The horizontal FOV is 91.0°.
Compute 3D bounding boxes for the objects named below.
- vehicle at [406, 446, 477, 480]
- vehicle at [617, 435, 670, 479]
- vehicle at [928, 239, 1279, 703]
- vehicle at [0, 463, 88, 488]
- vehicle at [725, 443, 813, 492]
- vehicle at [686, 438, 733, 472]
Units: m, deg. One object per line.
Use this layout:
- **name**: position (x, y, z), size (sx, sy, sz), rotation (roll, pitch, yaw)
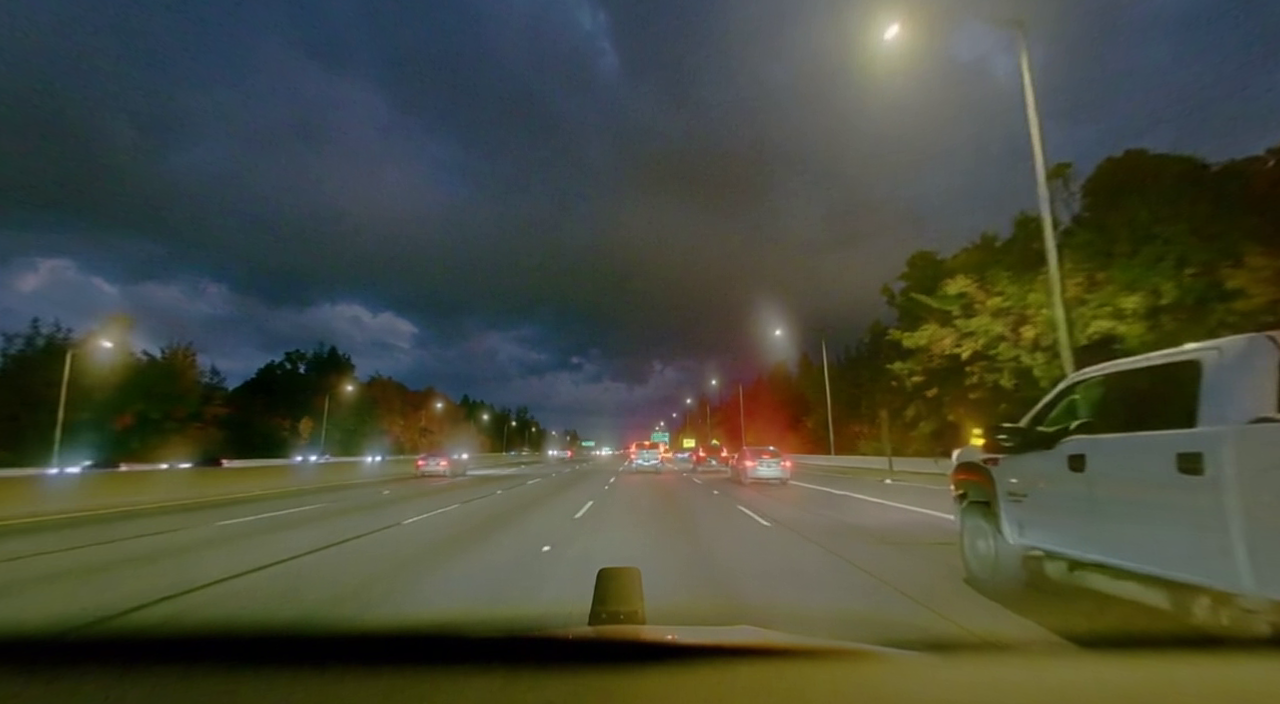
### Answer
- **vehicle**: position (-9.783, 5.494, 31.438), size (1.989, 1.529, 4.433), rotation (0, -9, 1)
- **vehicle**: position (0.169, 5.130, 30.943), size (2.372, 1.957, 5.121), rotation (0, -9, 1)
- **vehicle**: position (3.845, 0.572, 2.310), size (2.521, 2.101, 6.467), rotation (0, -9, 0)
- **vehicle**: position (-40.934, 8.454, 43.238), size (1.861, 1.506, 4.595), rotation (0, -9, 1)
- **vehicle**: position (4.338, 3.977, 22.013), size (2.057, 1.508, 4.767), rotation (0, -9, 0)
- **vehicle**: position (4.343, 6.562, 40.334), size (2.388, 1.998, 5.749), rotation (0, -9, 0)
